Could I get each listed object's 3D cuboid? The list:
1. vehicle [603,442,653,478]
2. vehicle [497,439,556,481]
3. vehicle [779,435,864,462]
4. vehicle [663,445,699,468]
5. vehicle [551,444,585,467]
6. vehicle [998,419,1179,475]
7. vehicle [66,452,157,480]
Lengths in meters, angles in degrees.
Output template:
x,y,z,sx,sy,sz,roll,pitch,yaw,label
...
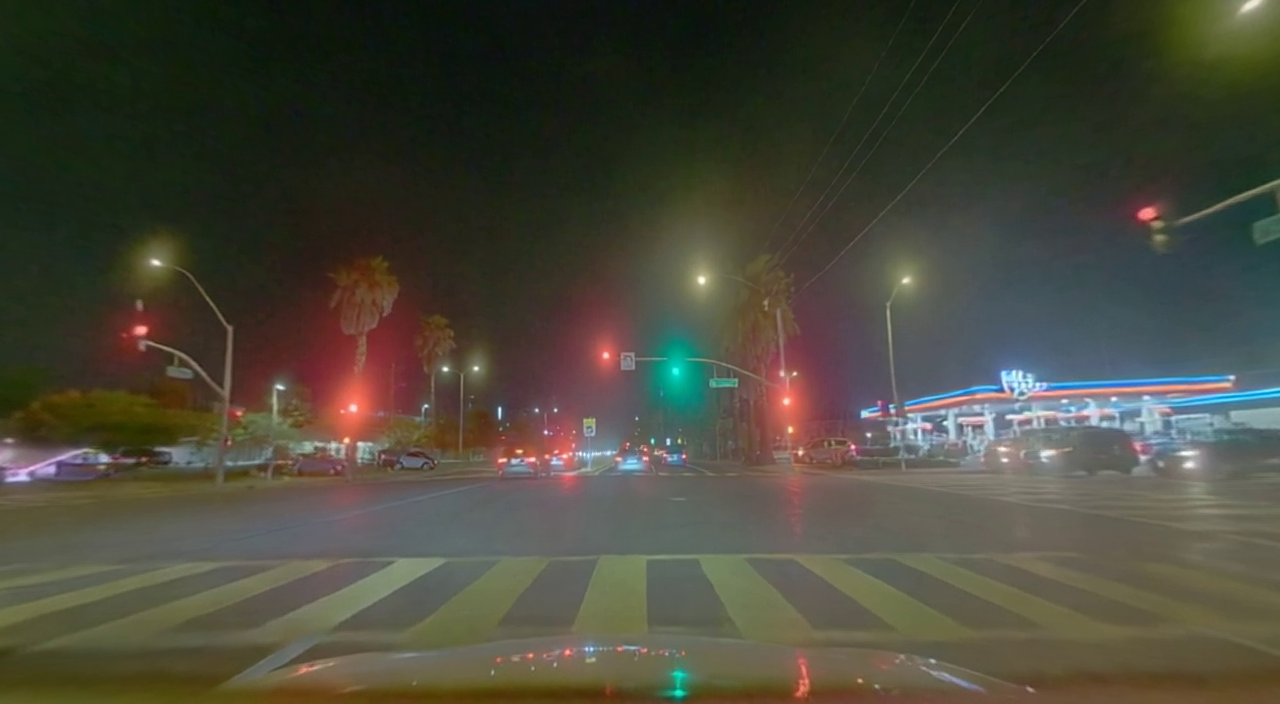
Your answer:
x,y,z,sx,sy,sz,roll,pitch,yaw,label
-0.567,4.995,29.522,2.160,1.508,4.319,0,-9,-1,vehicle
-5.297,5.041,30.008,2.032,1.747,4.479,-2,-8,-1,vehicle
13.478,7.230,47.236,5.718,1.911,2.088,0,-9,-2,vehicle
2.803,7.268,44.222,2.060,1.471,4.168,0,-9,-2,vehicle
-5.367,7.762,47.675,2.060,1.643,4.359,-1,-9,1,vehicle
17.072,3.646,24.341,5.173,1.976,2.223,0,-9,0,vehicle
-33.867,7.285,40.745,1.913,1.638,4.553,0,-9,0,vehicle
